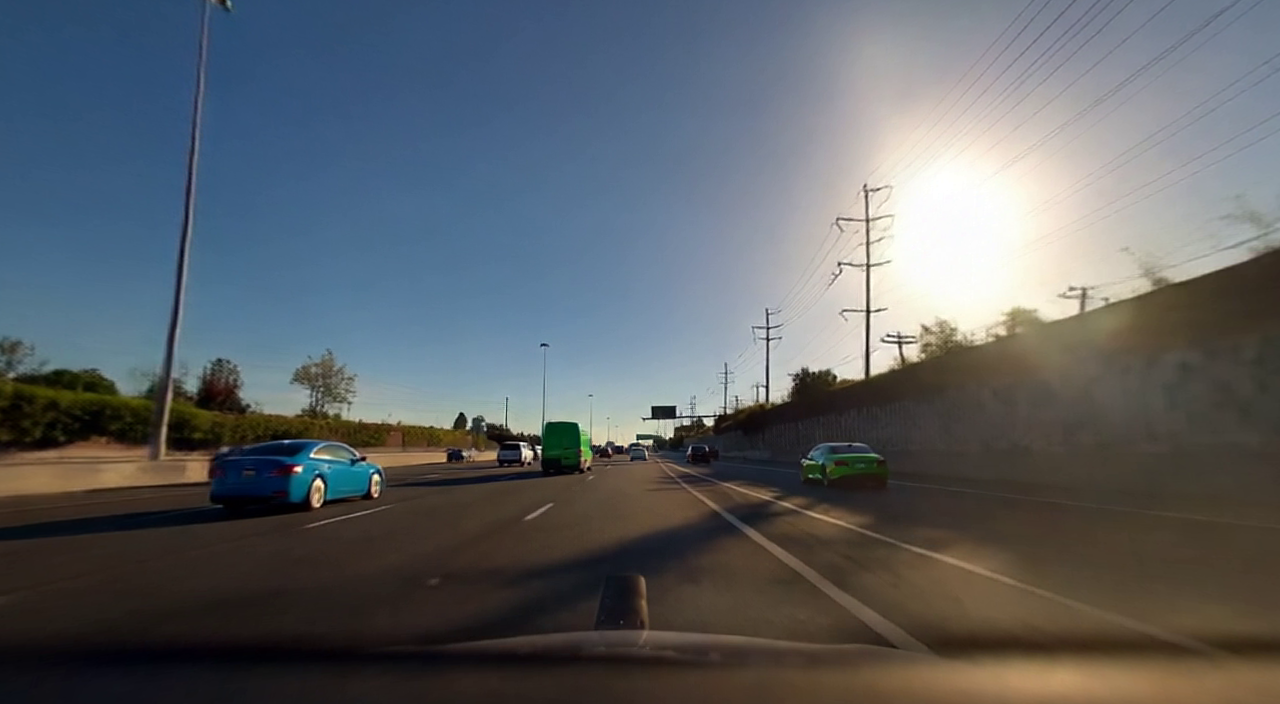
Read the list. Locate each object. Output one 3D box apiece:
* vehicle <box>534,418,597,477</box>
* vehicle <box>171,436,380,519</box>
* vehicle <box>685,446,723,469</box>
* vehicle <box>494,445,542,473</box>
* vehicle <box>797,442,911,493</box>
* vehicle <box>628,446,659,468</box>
[{"bbox_3d":[-3.603,4.837,31.851,2.395,2.660,5.827,0,-9,1],"label":"vehicle"},{"bbox_3d":[-7.694,2.672,13.953,1.967,1.525,4.458,0,-9,0],"label":"vehicle"},{"bbox_3d":[4.554,7.609,45.614,2.095,1.504,4.536,0,-9,-2],"label":"vehicle"},{"bbox_3d":[-7.141,6.290,37.271,1.944,1.490,4.442,0,-9,1],"label":"vehicle"},{"bbox_3d":[6.891,3.740,20.827,2.052,1.470,4.364,0,-9,-3],"label":"vehicle"},{"bbox_3d":[0.191,7.556,45.422,2.084,1.492,4.137,0,-9,-2],"label":"vehicle"}]
